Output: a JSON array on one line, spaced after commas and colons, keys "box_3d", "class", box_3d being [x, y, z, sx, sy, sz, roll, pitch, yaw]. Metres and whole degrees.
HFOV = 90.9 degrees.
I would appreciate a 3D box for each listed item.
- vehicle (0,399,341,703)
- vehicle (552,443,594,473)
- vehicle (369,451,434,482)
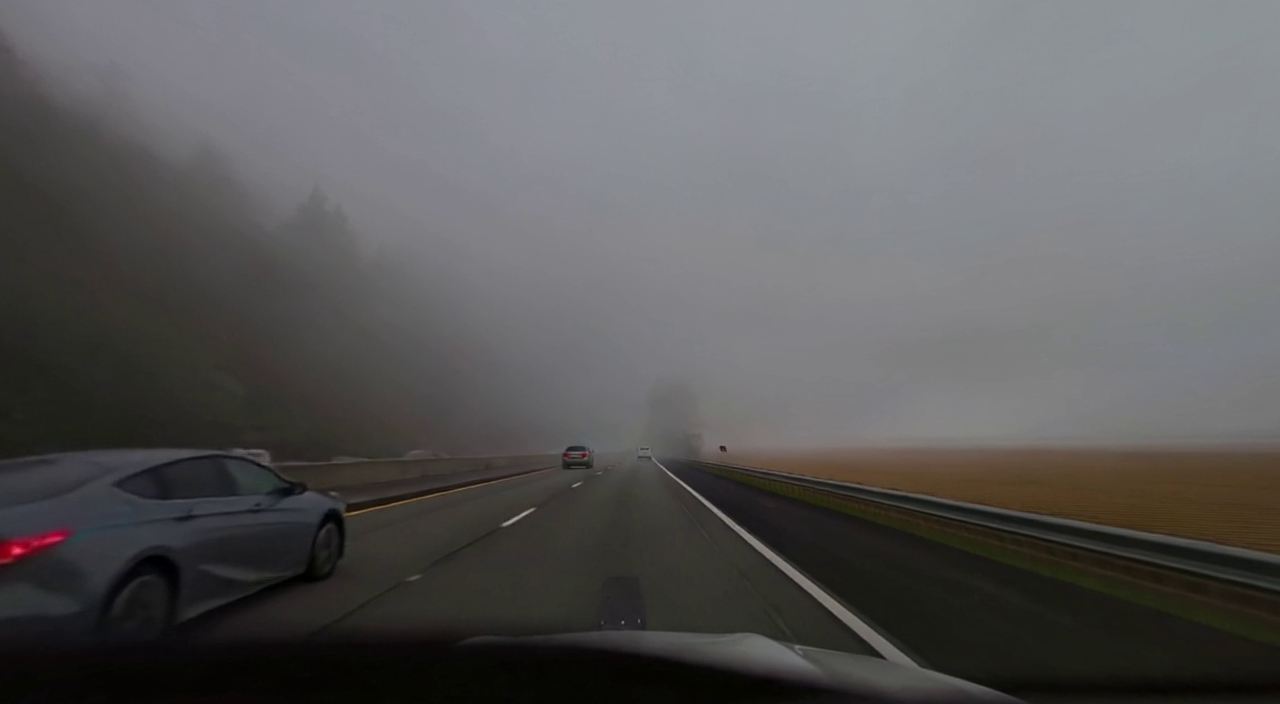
[{"box_3d": [-3.668, 1.090, 3.510, 1.970, 1.483, 4.097, 0, -9, 0], "class": "vehicle"}, {"box_3d": [-4.042, 6.474, 38.616, 2.095, 1.664, 4.305, 0, -9, 0], "class": "vehicle"}, {"box_3d": [-12.326, 5.923, 32.841, 1.706, 1.449, 4.208, 0, -9, 0], "class": "vehicle"}]
